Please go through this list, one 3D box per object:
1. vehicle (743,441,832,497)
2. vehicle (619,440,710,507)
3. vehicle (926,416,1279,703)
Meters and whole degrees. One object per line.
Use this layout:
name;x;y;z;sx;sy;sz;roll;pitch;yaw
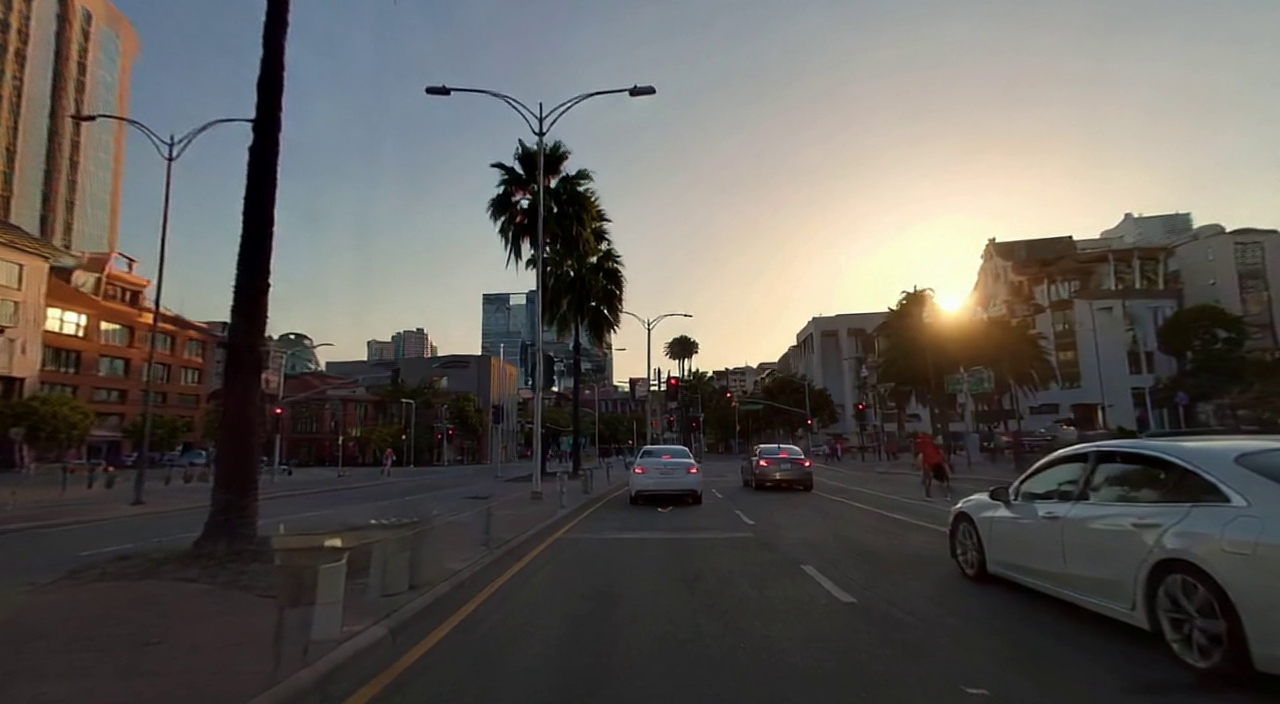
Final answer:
vehicle;4.344;3.502;19.307;1.920;1.490;4.417;-1;-9;4
vehicle;0.675;3.060;16.333;2.078;1.503;3.681;-1;-9;4
vehicle;3.915;1.243;4.305;1.913;1.469;4.425;0;-9;1
